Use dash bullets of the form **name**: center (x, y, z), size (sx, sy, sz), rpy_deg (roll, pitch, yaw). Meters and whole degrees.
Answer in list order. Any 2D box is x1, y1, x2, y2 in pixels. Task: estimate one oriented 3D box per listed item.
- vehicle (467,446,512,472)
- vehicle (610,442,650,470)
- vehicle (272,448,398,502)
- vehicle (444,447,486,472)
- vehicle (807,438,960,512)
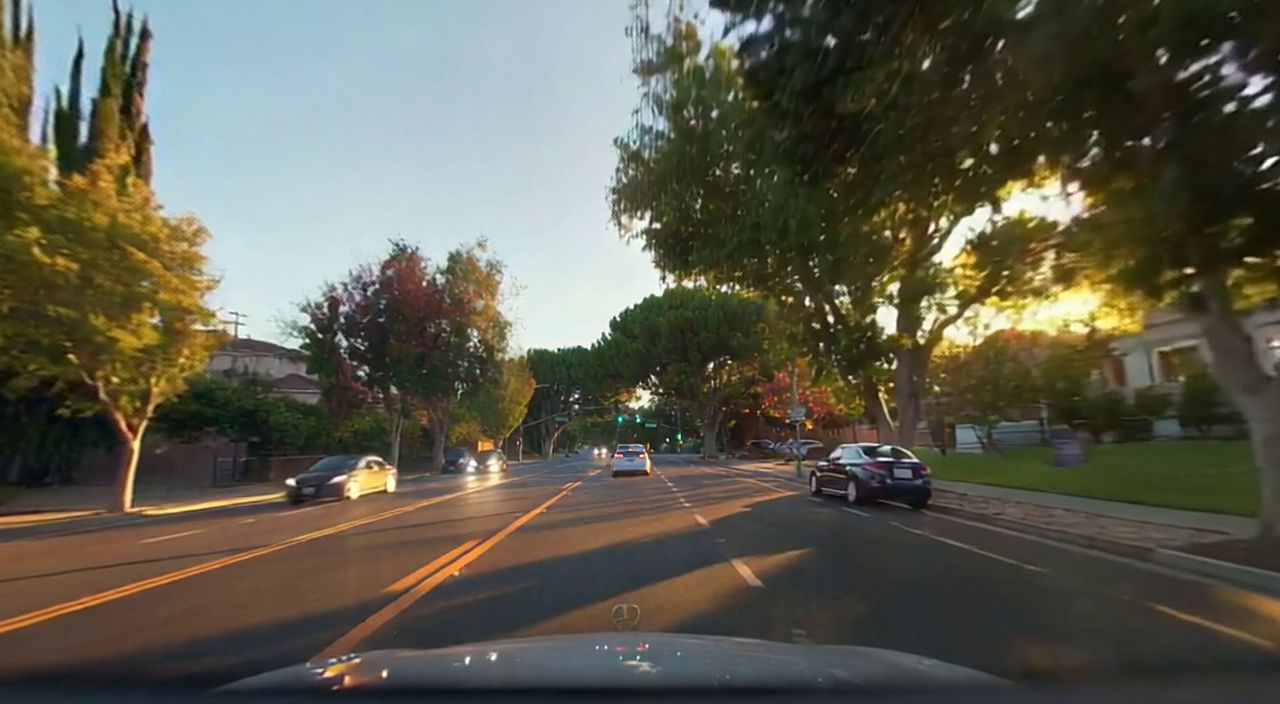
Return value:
- **vehicle**: center (-10.043, 7.134, 42.433), size (1.945, 1.629, 4.197), rpy_deg (0, -9, 0)
- **vehicle**: center (-0.559, 5.776, 35.234), size (2.104, 1.462, 3.991), rpy_deg (0, -9, -1)
- **vehicle**: center (-9.825, 3.968, 20.810), size (1.992, 1.547, 4.292), rpy_deg (0, -9, 0)
- **vehicle**: center (-13.448, 8.246, 48.686), size (1.957, 1.754, 4.393), rpy_deg (0, -9, 0)
- **vehicle**: center (5.732, 2.935, 15.531), size (1.926, 1.555, 4.106), rpy_deg (0, -9, -3)
